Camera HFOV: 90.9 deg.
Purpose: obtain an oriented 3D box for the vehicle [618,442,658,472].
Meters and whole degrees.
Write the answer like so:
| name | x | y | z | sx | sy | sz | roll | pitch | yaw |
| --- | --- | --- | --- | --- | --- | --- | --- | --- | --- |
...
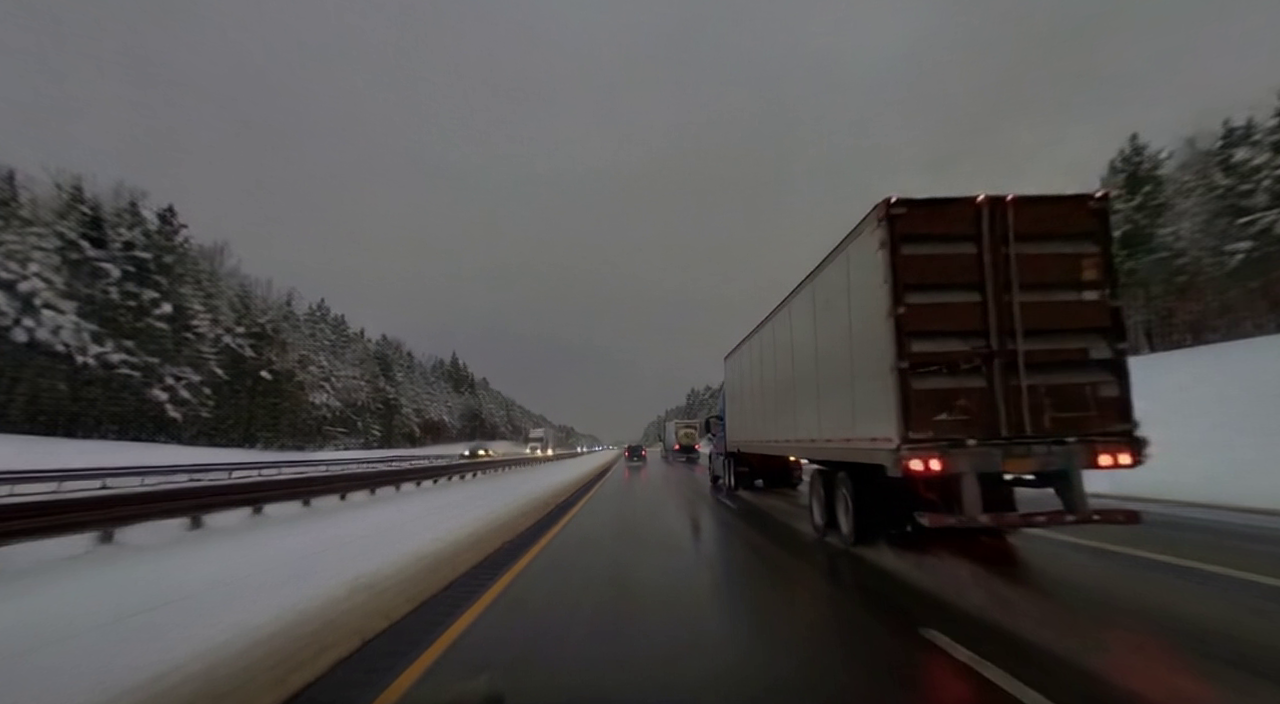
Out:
| name | x | y | z | sx | sy | sz | roll | pitch | yaw |
| --- | --- | --- | --- | --- | --- | --- | --- | --- | --- |
| vehicle | -0.133 | 5.778 | 34.803 | 2.051 | 1.513 | 4.511 | 0 | -9 | 0 |

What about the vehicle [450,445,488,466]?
| name | x | y | z | sx | sy | sz | roll | pitch | yaw |
| --- | --- | --- | --- | --- | --- | --- | --- | --- | --- |
| vehicle | -13.460 | 8.154 | 49.838 | 1.827 | 1.507 | 4.508 | 0 | -9 | 0 |

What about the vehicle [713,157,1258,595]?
| name | x | y | z | sx | sy | sz | roll | pitch | yaw |
| --- | --- | --- | --- | --- | --- | --- | --- | --- | --- |
| vehicle | 3.896 | 1.222 | 13.015 | 2.883 | 4.057 | 14.579 | 0 | -9 | -1 |
